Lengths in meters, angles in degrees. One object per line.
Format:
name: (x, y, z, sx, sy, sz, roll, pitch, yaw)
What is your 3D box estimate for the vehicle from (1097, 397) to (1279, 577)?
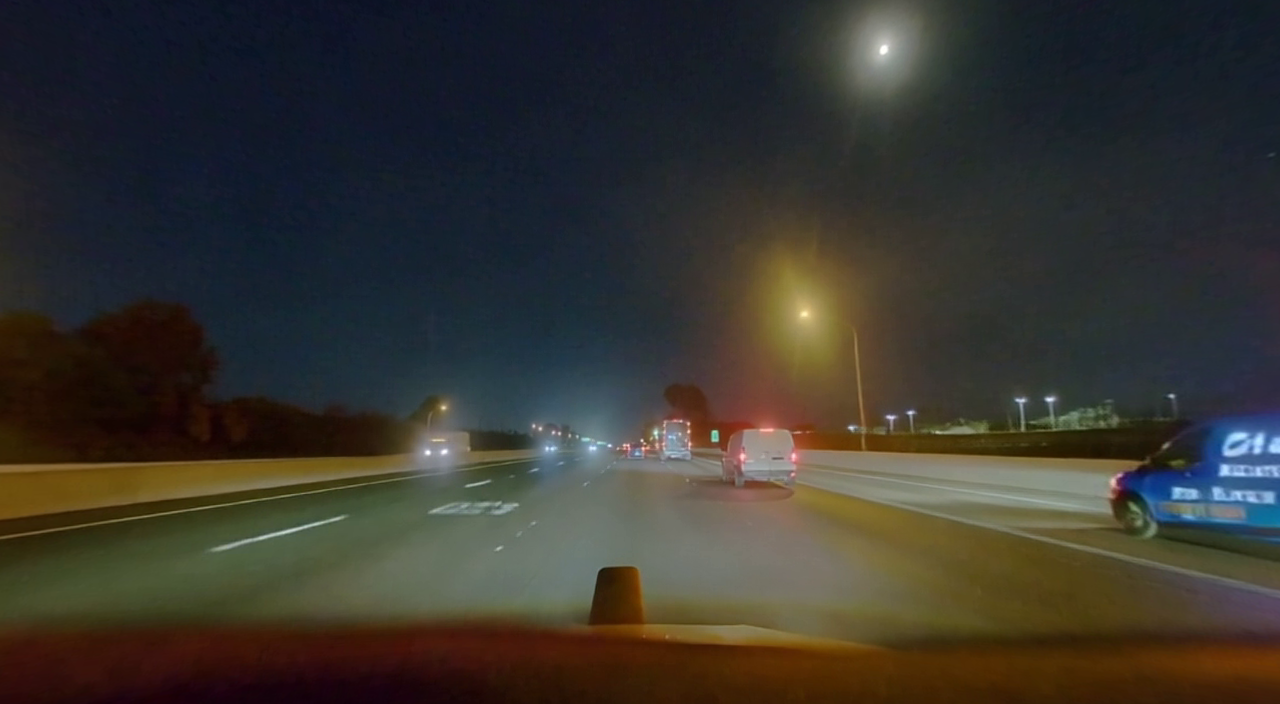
vehicle: (7.588, 1.350, 6.307, 2.266, 1.799, 4.947, 0, -9, -1)

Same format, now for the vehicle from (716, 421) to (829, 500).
vehicle: (3.547, 3.030, 17.990, 2.035, 1.931, 4.841, 0, -9, -2)
